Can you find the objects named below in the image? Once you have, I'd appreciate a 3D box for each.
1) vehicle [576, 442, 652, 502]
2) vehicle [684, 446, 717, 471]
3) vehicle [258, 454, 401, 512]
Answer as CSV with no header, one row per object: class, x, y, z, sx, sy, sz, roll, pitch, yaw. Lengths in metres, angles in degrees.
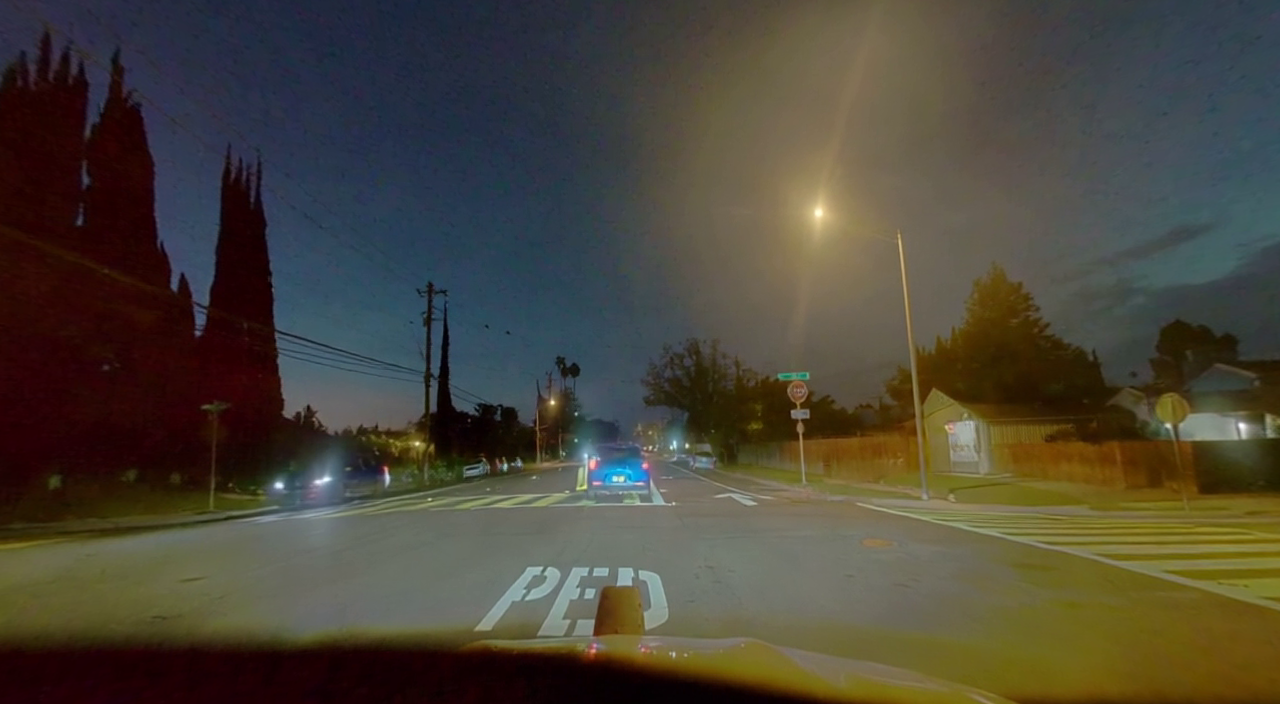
vehicle,-0.677,3.260,17.579,1.877,1.448,3.830,0,-8,-1
vehicle,4.428,7.849,46.926,2.101,1.744,4.466,0,-8,0
vehicle,-9.275,3.913,19.325,1.934,1.506,4.032,-1,-9,7
